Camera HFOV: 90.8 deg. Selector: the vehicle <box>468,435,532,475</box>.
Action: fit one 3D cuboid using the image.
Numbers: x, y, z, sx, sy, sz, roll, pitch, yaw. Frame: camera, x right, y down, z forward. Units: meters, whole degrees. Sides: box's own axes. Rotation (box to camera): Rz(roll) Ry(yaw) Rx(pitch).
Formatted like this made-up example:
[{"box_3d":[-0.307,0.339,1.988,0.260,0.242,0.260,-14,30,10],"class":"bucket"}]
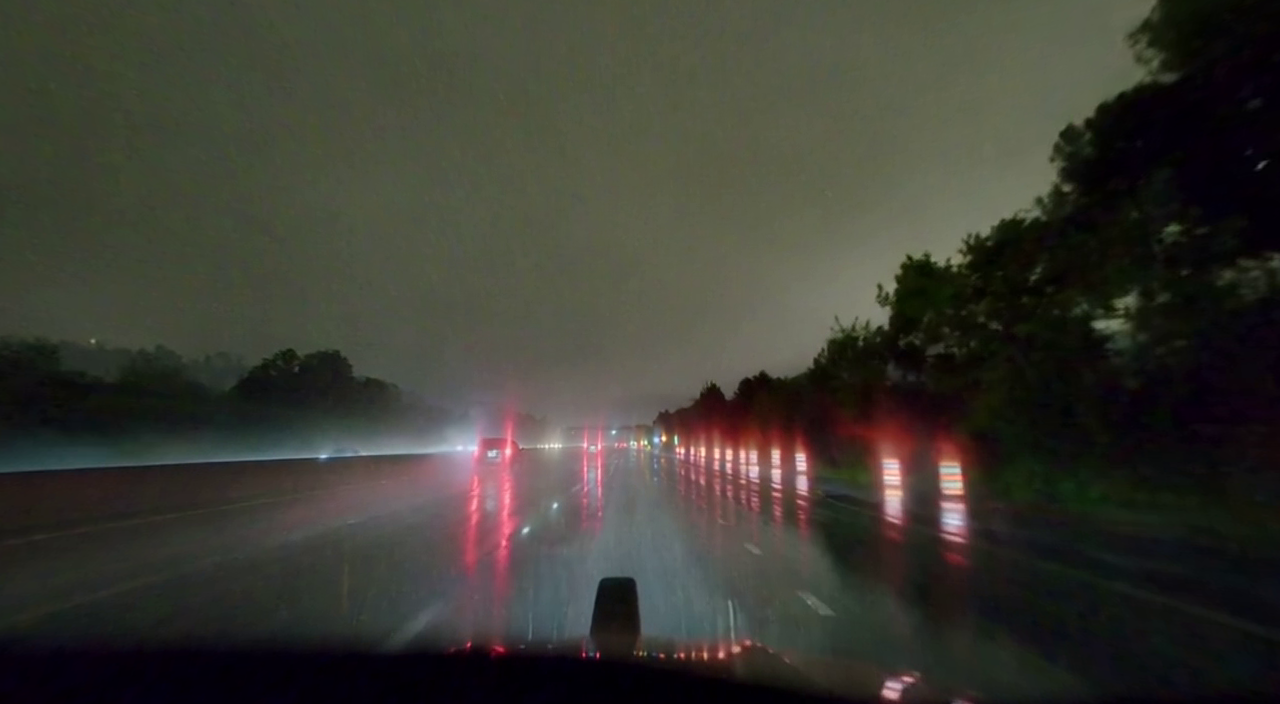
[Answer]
[{"box_3d":[-6.582,4.886,30.212,2.036,1.758,4.529,0,-9,-1],"class":"vehicle"}]
